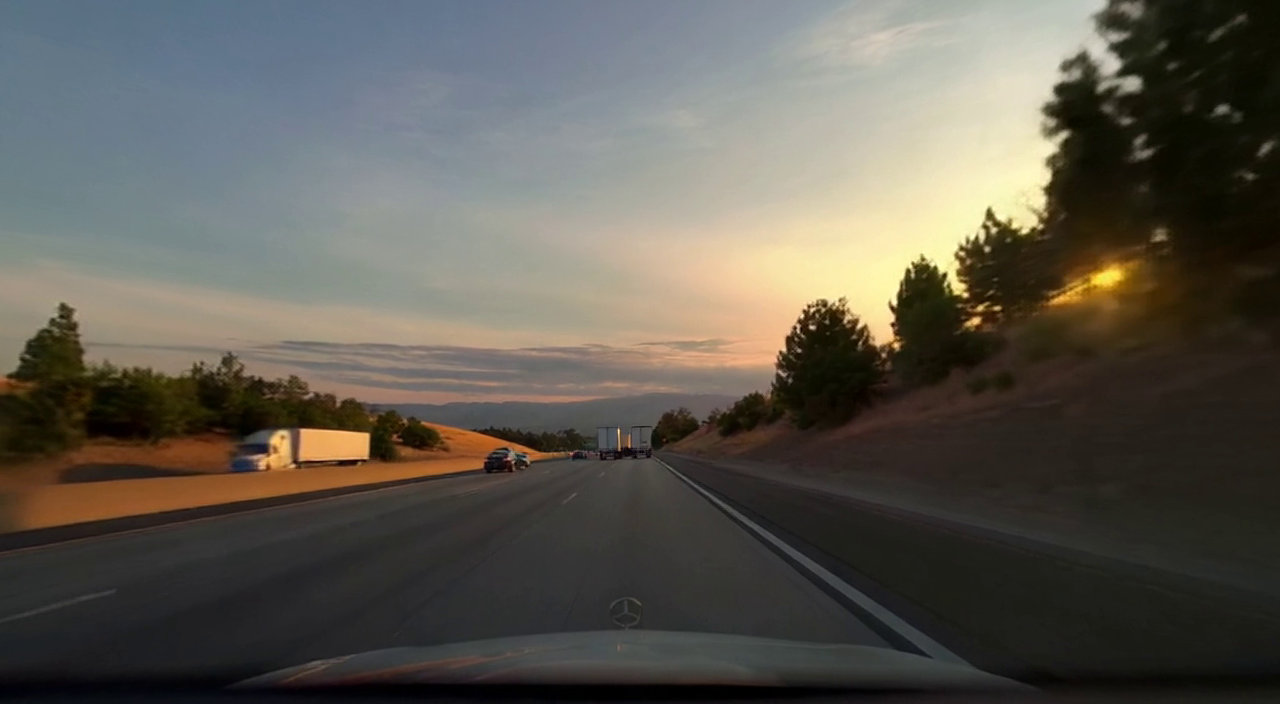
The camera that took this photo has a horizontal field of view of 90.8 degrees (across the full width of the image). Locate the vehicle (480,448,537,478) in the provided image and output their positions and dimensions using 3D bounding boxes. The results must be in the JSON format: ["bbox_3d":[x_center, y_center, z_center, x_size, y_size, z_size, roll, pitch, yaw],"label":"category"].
[{"bbox_3d":[-7.115,6.050,34.632,2.036,1.474,5.011,0,-9,1],"label":"vehicle"}]

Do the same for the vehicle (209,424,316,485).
[{"bbox_3d":[-23.325,6.368,39.412,2.912,3.456,5.939,0,-9,0],"label":"vehicle"}]
